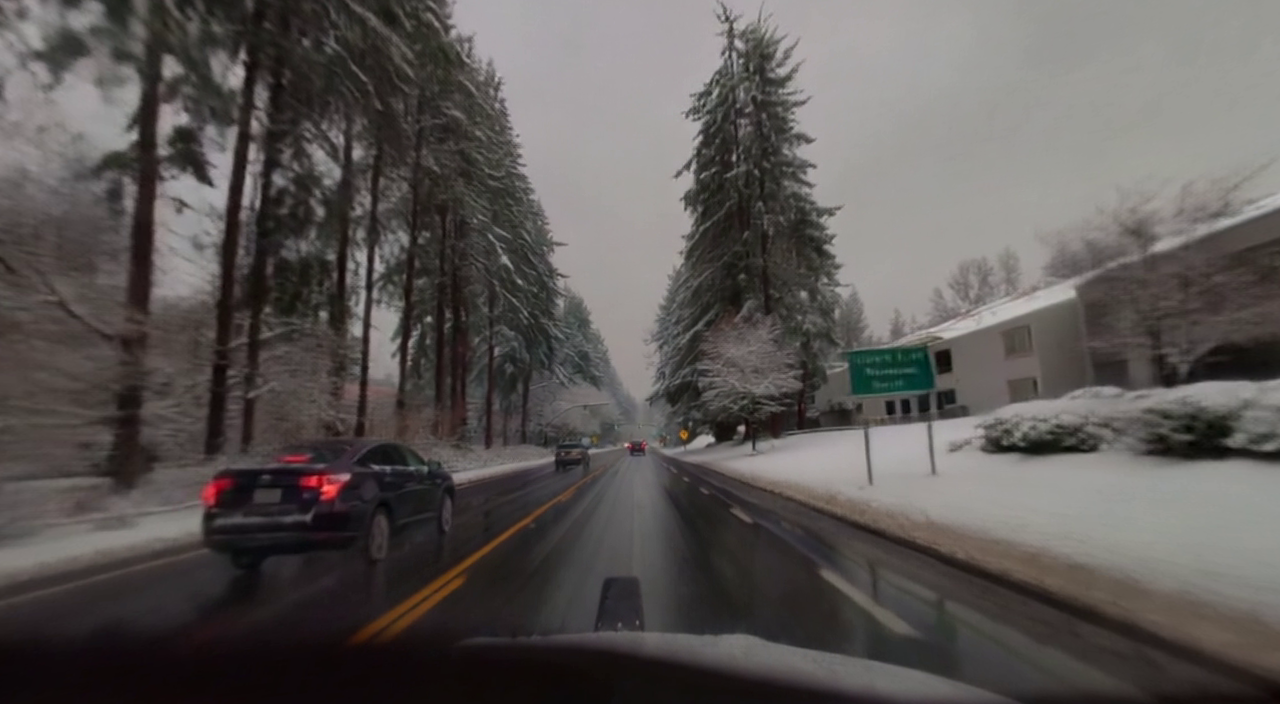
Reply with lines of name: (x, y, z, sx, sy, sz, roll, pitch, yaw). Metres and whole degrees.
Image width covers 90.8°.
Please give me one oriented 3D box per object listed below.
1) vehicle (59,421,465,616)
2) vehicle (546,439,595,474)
vehicle: (-3.524, 1.611, 7.110, 1.862, 1.478, 4.369, 0, -8, 0)
vehicle: (-3.355, 5.121, 31.285, 1.942, 1.588, 4.172, 0, -8, 1)
